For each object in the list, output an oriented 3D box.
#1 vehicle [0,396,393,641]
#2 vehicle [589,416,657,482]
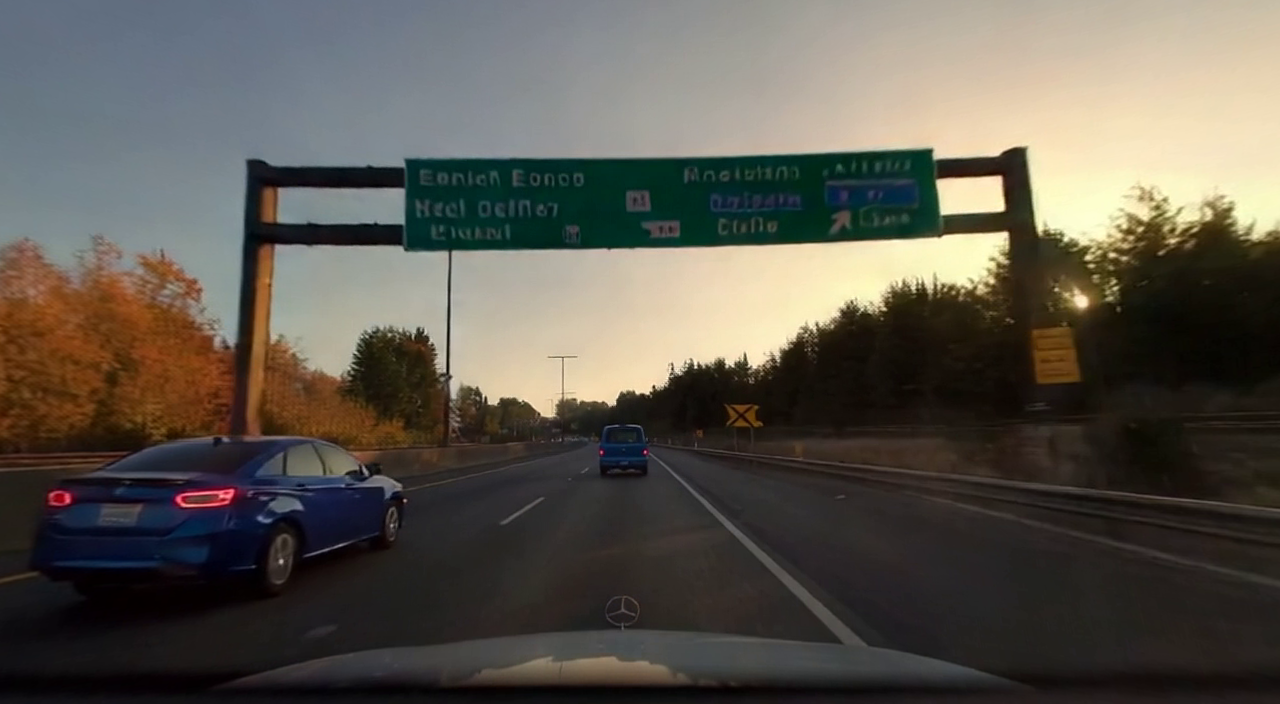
[{"bbox_3d":[-4.552,1.456,6.556,2.198,1.666,4.311,0,-8,0],"label":"vehicle"},{"bbox_3d":[-0.557,3.569,23.393,2.248,2.154,4.892,0,-8,0],"label":"vehicle"}]
